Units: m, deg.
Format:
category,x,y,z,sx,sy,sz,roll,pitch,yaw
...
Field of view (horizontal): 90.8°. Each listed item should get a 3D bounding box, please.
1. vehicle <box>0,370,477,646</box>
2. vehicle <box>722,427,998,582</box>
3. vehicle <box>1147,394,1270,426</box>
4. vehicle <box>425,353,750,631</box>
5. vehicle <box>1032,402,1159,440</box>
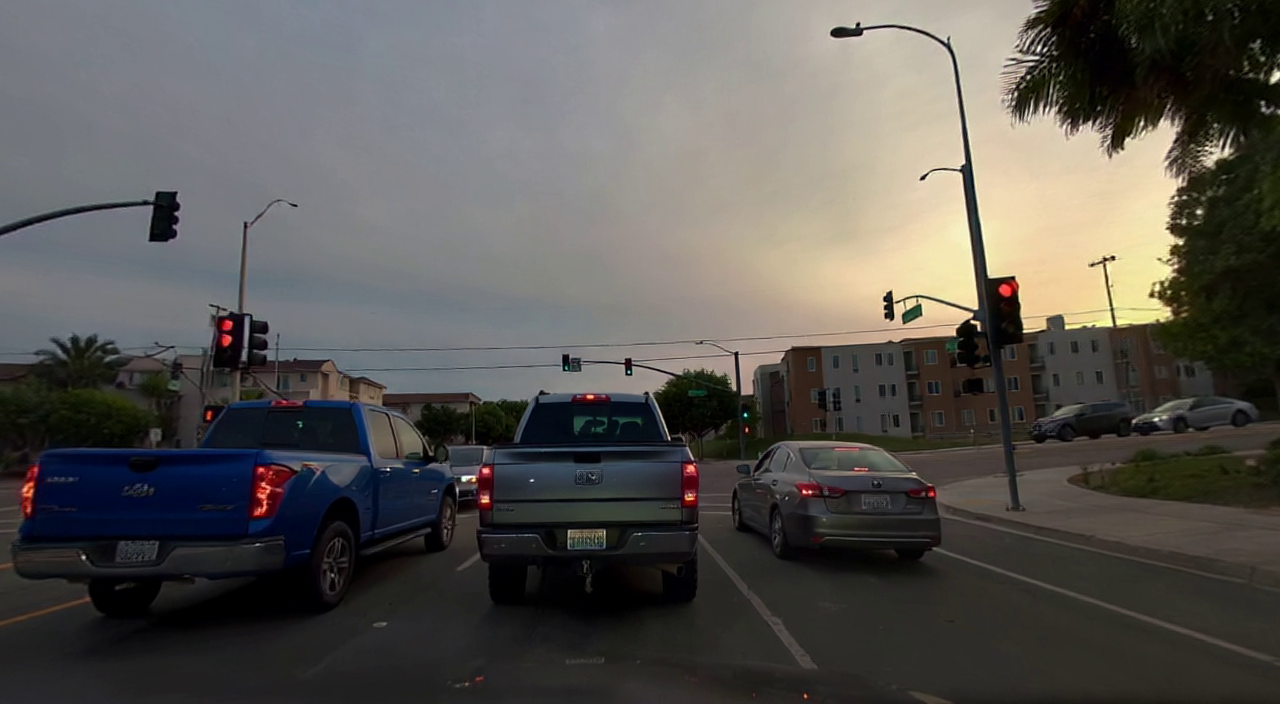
category,x,y,z,sx,sy,sz,roll,pitch,yaw
vehicle,-3.466,1.414,6.863,2.146,1.828,5.148,0,-9,-2
vehicle,2.416,1.801,8.328,2.016,1.481,4.336,0,-9,-1
vehicle,29.323,3.041,32.667,4.540,1.543,1.803,0,-9,1
vehicle,-0.399,1.310,6.770,2.282,1.964,4.421,0,-9,-1
vehicle,23.286,3.589,32.480,4.721,1.866,2.188,0,-9,2
